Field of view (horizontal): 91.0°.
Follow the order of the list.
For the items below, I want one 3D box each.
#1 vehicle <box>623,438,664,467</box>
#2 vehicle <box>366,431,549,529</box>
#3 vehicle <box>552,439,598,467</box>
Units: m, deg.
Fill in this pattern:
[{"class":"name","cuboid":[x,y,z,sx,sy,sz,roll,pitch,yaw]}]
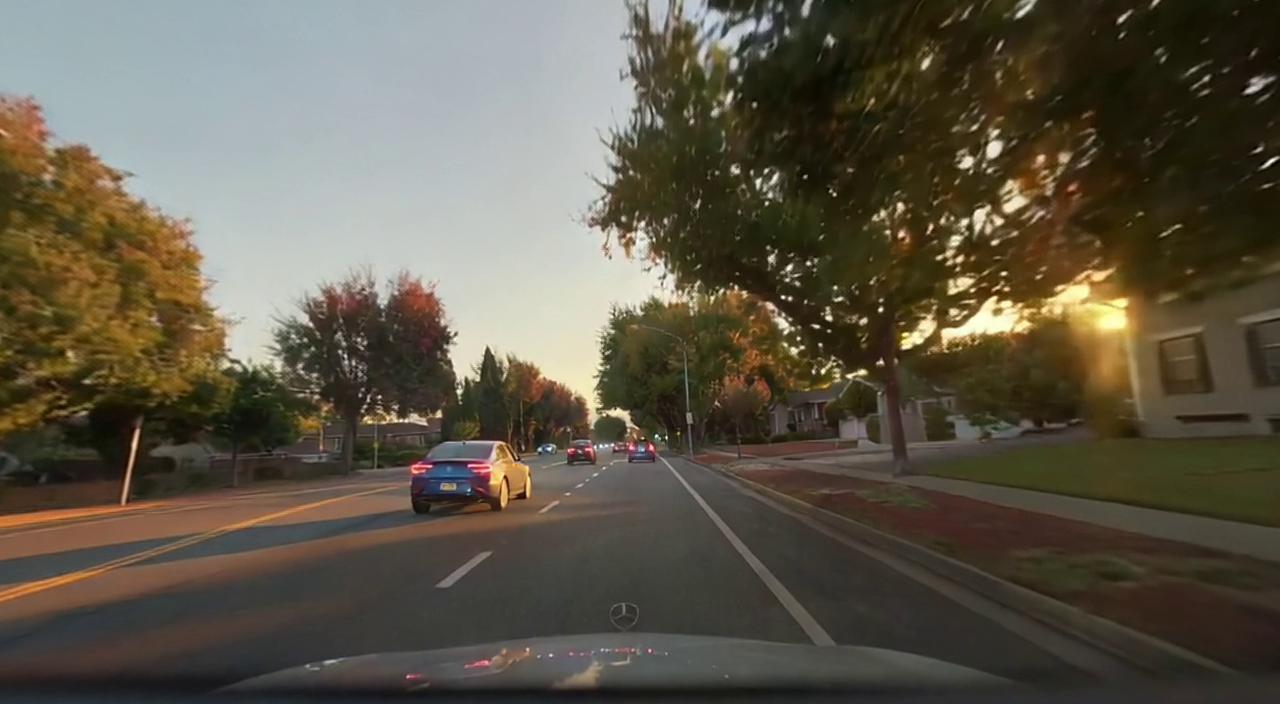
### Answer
[{"class":"vehicle","cuboid":[0.177,5.390,33.879,2.065,1.456,4.099,0,-8,0]},{"class":"vehicle","cuboid":[-3.078,2.260,11.761,2.030,1.467,4.403,0,-8,1]},{"class":"vehicle","cuboid":[-3.573,5.643,35.365,2.114,1.500,3.912,0,-8,0]}]
